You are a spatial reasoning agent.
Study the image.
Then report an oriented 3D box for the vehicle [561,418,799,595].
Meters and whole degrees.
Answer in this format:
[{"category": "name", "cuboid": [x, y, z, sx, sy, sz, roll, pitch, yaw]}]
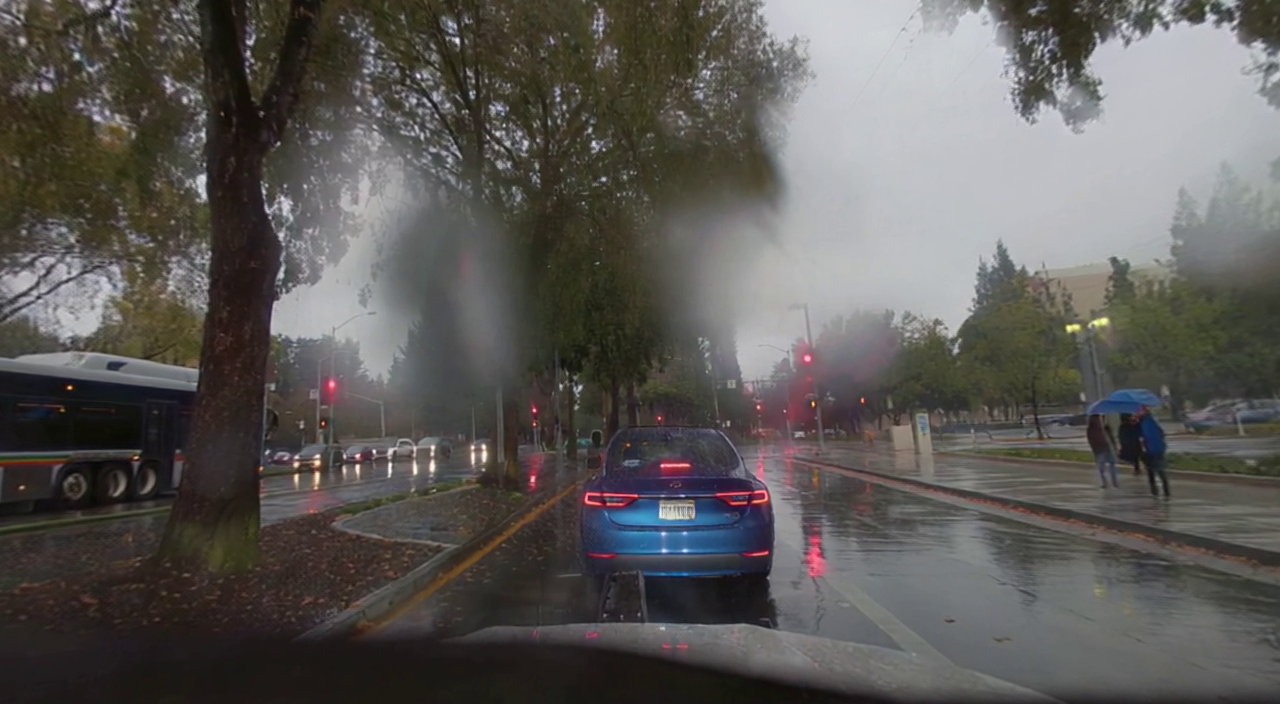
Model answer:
[{"category": "vehicle", "cuboid": [0.381, 1.615, 7.400, 2.035, 1.499, 3.799, 0, -8, 1]}]
